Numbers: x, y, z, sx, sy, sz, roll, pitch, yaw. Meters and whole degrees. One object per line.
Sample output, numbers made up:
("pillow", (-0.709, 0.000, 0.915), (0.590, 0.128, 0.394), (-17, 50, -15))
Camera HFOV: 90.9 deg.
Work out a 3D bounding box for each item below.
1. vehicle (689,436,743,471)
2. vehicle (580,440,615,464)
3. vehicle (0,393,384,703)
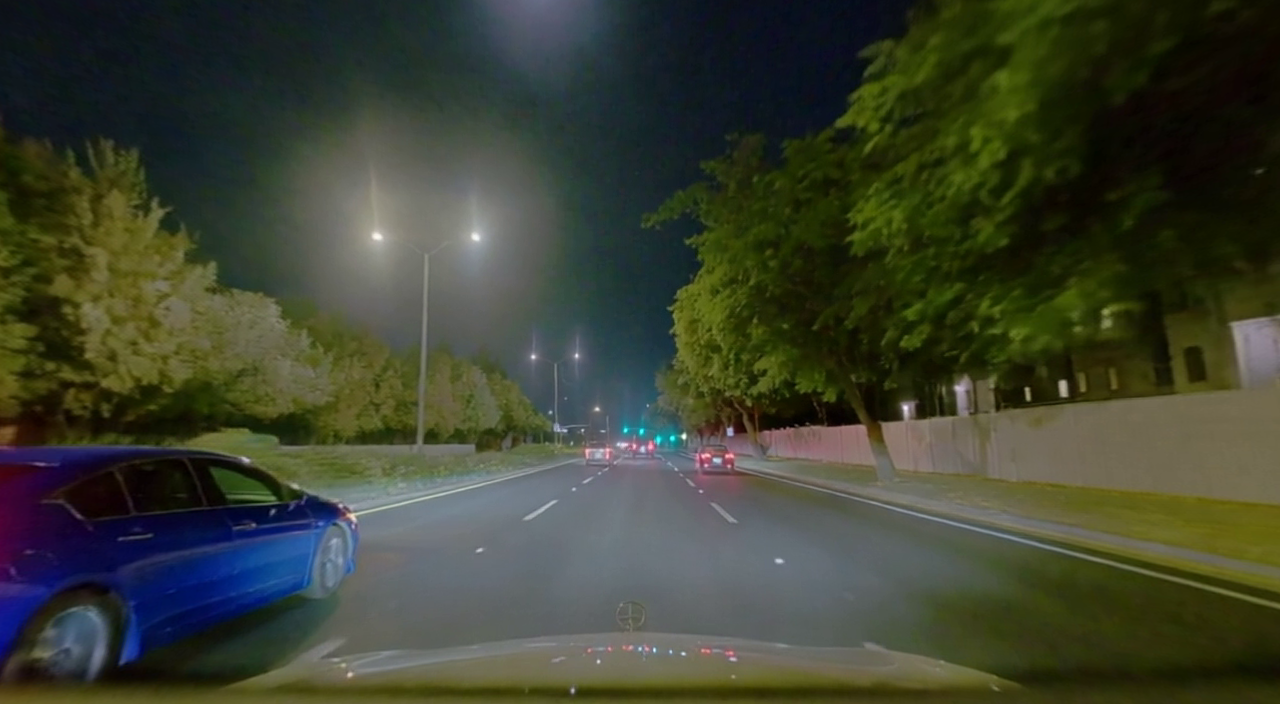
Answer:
("vehicle", (3.854, 5.232, 32.705), (2.182, 1.688, 4.187), (0, -8, -1))
("vehicle", (-2.847, 6.767, 42.753), (1.940, 1.473, 4.133), (0, -8, 2))
("vehicle", (-3.569, 1.074, 3.518), (2.091, 1.503, 4.989), (0, -8, 1))
